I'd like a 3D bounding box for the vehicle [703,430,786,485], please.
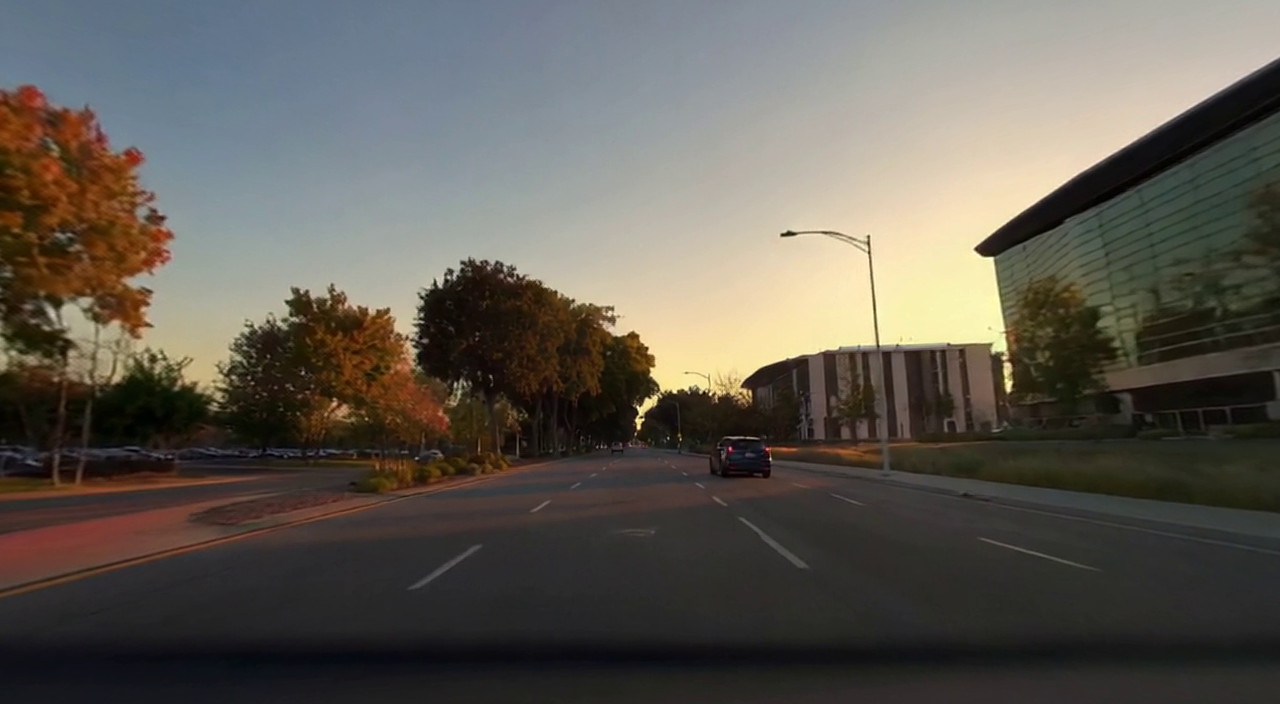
[{"bbox_3d":[3.554,3.669,22.330,2.083,1.743,4.354,0,-8,-1],"label":"vehicle"}]
